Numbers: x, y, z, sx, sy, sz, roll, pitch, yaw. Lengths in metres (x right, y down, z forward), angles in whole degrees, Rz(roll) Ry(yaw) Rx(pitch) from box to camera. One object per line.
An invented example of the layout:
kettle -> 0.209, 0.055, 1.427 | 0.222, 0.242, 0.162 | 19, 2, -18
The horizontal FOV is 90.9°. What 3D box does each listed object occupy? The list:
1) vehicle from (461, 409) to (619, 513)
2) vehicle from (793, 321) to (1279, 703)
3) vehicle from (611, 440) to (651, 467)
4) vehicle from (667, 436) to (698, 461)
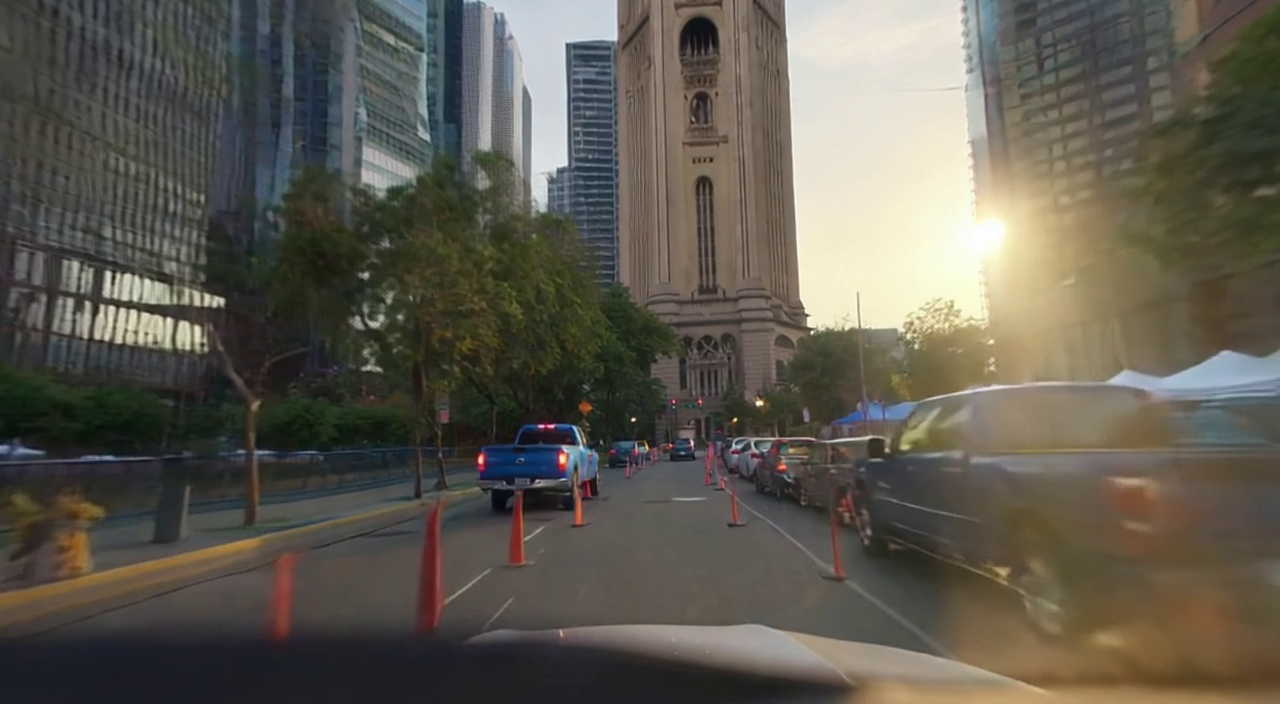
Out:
vehicle -> -1.995, 2.470, 14.805 | 2.452, 1.954, 5.653 | 0, -8, 4
vehicle -> 2.925, 1.075, 5.309 | 2.186, 1.800, 4.723 | 0, -8, 2
vehicle -> -0.492, 6.088, 37.974 | 1.895, 1.489, 4.328 | -1, -8, 6
vehicle -> 3.199, 7.301, 47.661 | 2.183, 1.784, 4.317 | -1, -8, 4
